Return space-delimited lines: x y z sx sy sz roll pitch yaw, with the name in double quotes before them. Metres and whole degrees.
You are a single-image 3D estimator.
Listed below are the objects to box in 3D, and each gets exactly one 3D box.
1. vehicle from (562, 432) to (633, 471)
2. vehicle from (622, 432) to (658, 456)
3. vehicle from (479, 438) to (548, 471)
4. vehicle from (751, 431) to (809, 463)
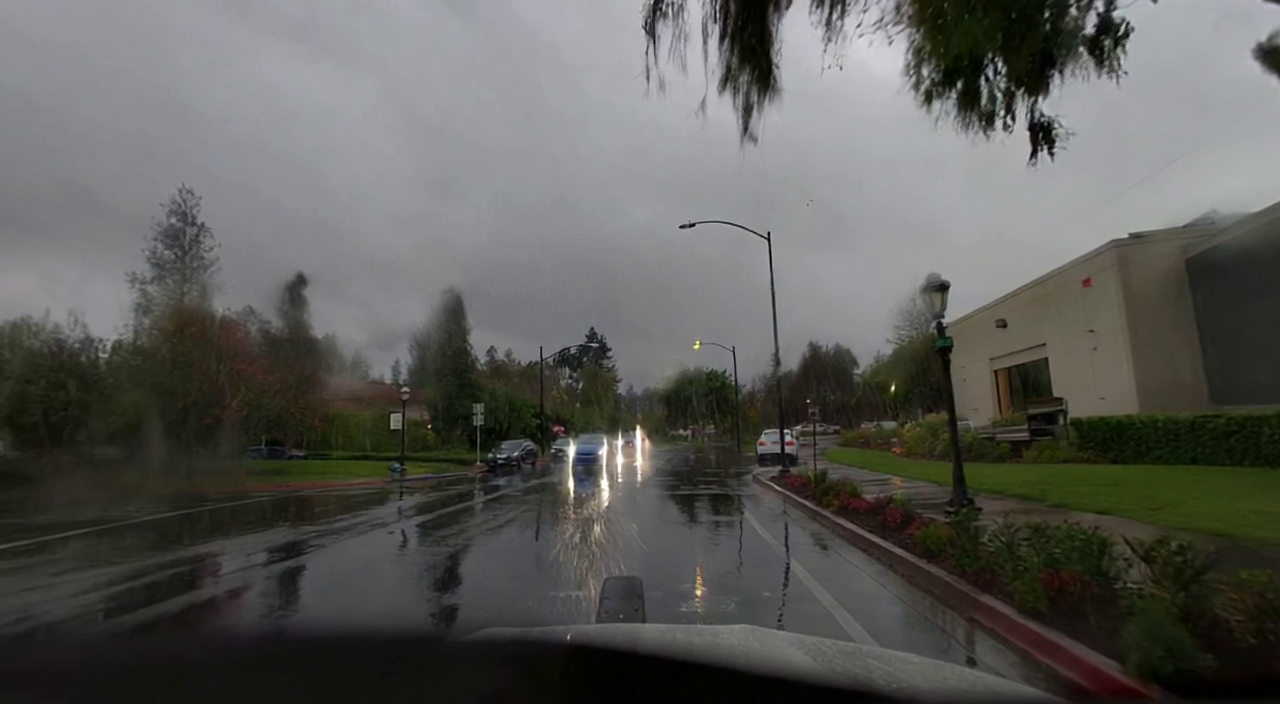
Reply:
"vehicle" -1.656 4.163 26.534 2.056 1.508 4.596 -1 -9 8
"vehicle" 0.065 6.700 46.055 2.110 1.651 4.410 -1 -9 7
"vehicle" -5.984 4.935 30.485 1.968 1.443 4.358 -1 -9 6
"vehicle" 6.778 4.640 31.065 1.918 1.461 4.419 -1 -8 1
